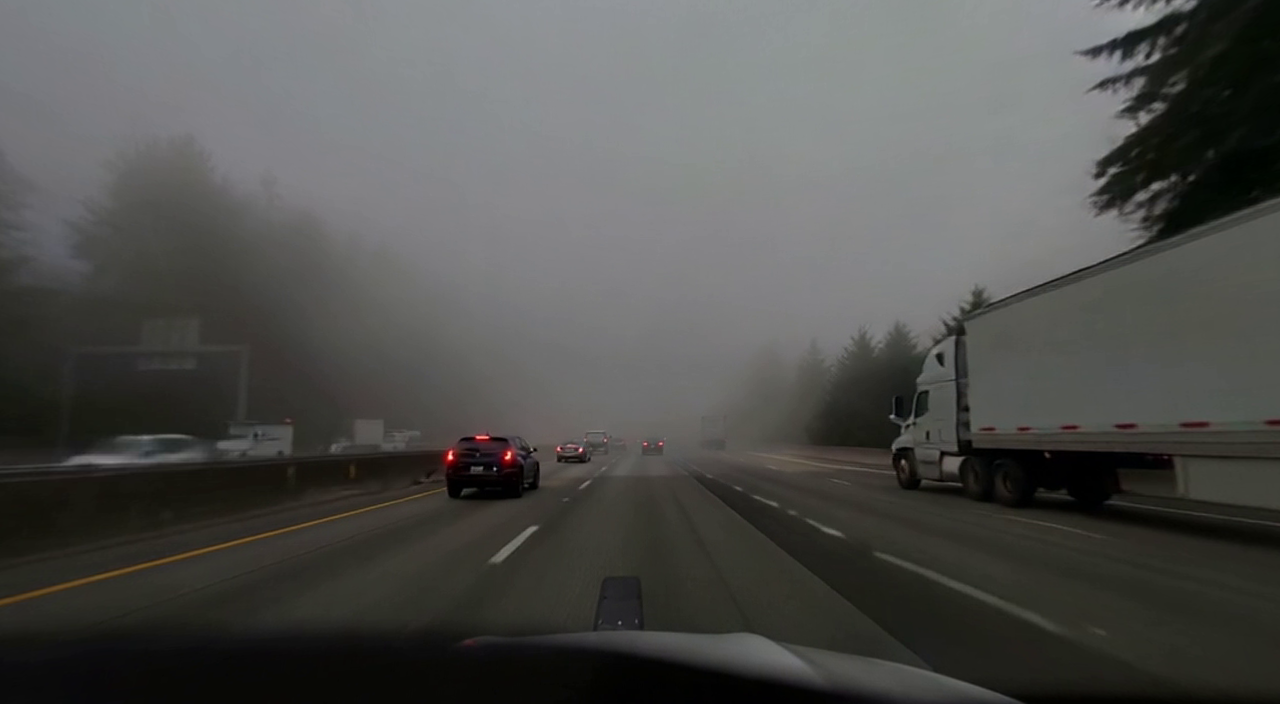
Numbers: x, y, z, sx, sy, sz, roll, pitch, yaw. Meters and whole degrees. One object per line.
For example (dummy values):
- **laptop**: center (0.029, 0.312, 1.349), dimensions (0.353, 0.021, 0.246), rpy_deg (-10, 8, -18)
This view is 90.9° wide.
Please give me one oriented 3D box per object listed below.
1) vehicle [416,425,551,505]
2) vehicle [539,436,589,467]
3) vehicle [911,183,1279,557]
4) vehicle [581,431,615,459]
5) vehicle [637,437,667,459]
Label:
- **vehicle**: center (-3.502, 2.591, 15.046), dimensions (2.137, 1.618, 4.209), rpy_deg (0, -8, 0)
- **vehicle**: center (-3.809, 5.047, 32.331), dimensions (2.013, 1.460, 4.027), rpy_deg (0, -8, 1)
- **vehicle**: center (8.467, 0.443, 8.800), dimensions (2.866, 4.100, 14.057), rpy_deg (0, -8, -1)
- **vehicle**: center (-2.926, 6.596, 44.901), dimensions (2.064, 1.826, 4.263), rpy_deg (0, -8, 1)
- **vehicle**: center (0.819, 6.743, 44.671), dimensions (2.004, 1.465, 3.842), rpy_deg (0, -8, 0)
